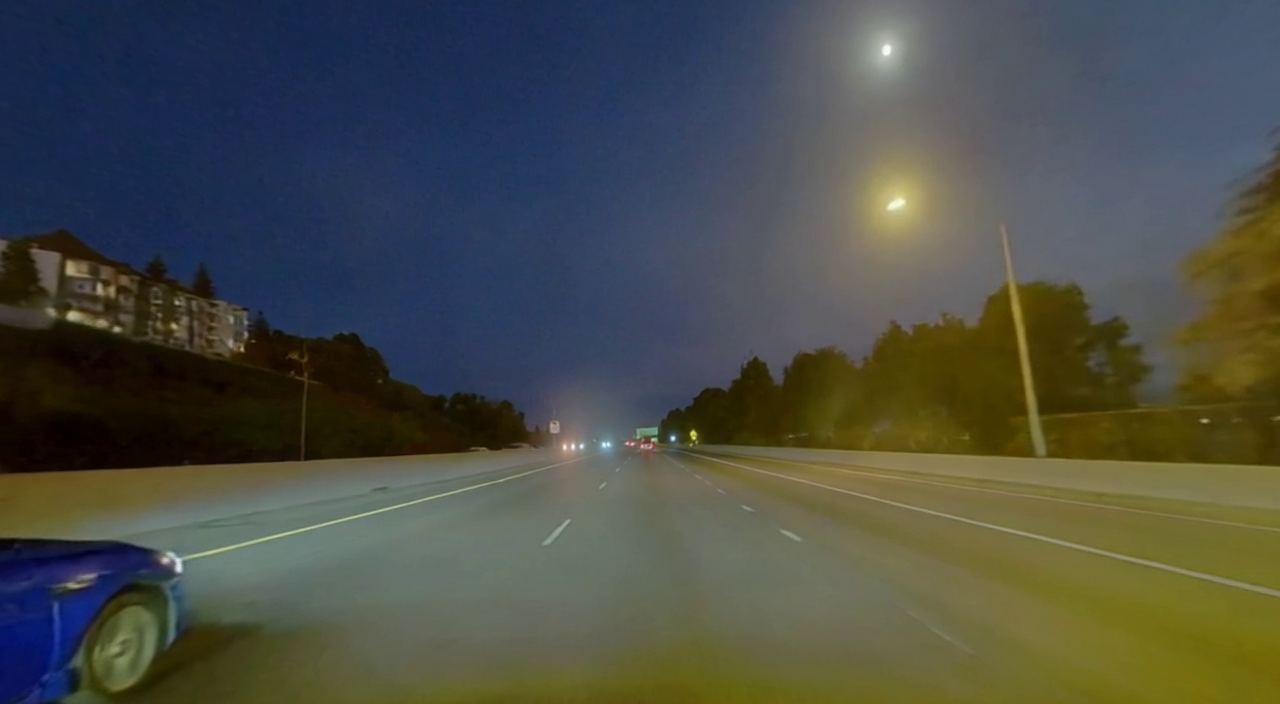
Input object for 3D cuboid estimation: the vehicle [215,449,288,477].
[{"bbox_3d":[-26.628,7.591,43.393,1.901,1.804,4.613,-1,-9,2],"label":"vehicle"}]
